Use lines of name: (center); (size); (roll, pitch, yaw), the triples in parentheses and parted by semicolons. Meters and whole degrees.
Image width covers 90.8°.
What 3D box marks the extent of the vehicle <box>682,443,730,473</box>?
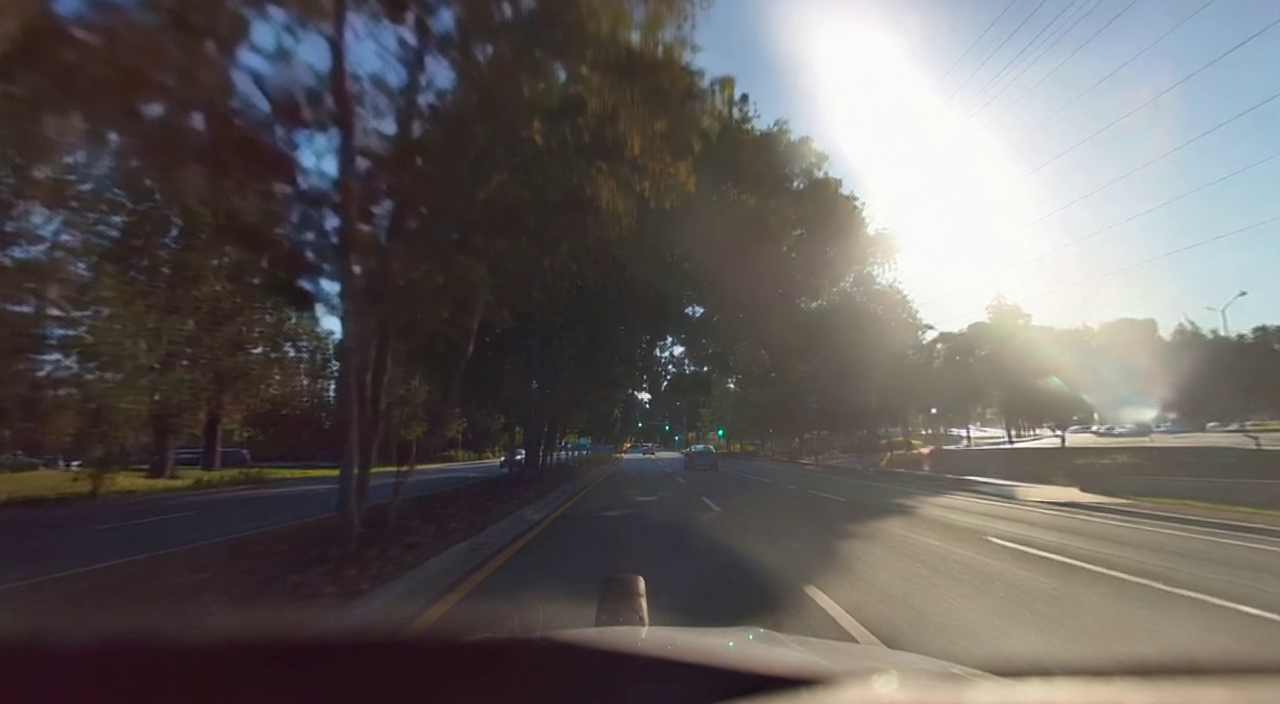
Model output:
vehicle: (3.420, 5.586, 33.584); (2.056, 1.483, 4.091); (0, -8, -1)
